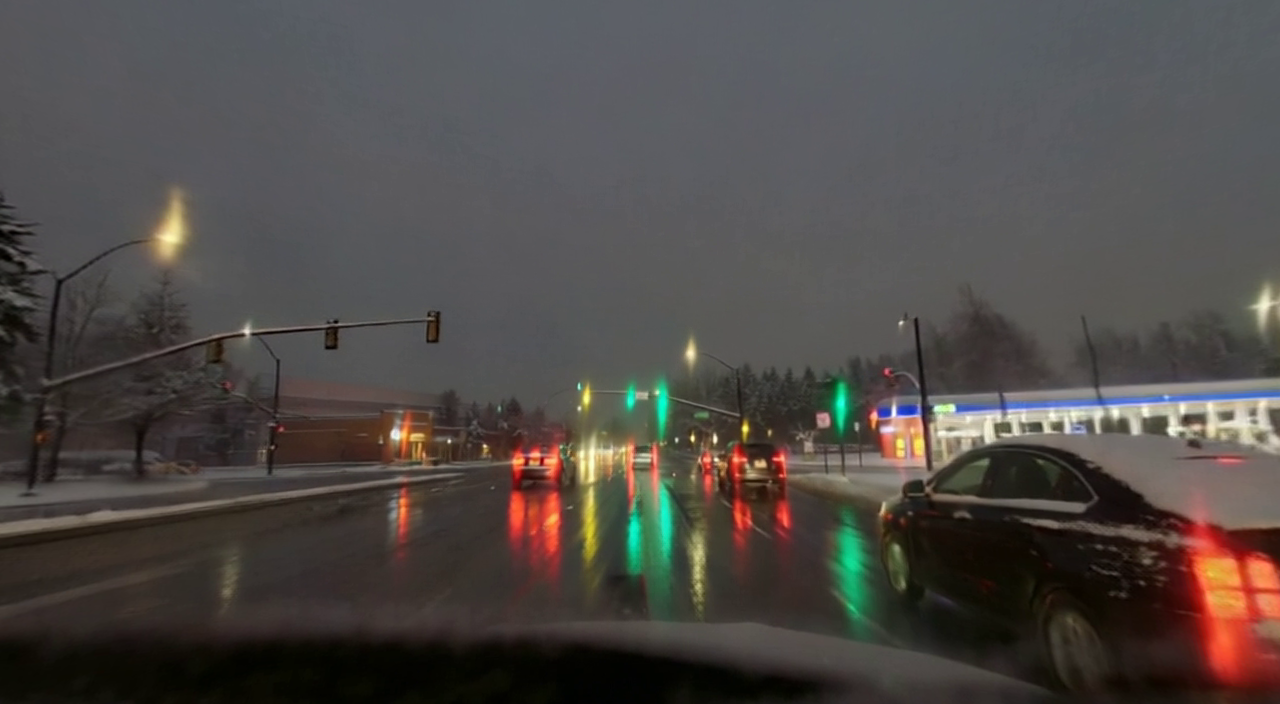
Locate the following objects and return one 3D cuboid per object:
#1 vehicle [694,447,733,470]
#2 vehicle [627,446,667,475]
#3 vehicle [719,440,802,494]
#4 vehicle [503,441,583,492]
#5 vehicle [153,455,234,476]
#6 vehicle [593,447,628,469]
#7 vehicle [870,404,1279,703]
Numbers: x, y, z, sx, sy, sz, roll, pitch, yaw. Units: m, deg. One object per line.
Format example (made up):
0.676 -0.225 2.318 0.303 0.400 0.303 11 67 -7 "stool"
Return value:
4.939 7.201 42.856 2.174 1.462 4.400 0 -8 1 "vehicle"
0.373 6.028 35.420 2.104 1.477 4.591 0 -8 1 "vehicle"
4.047 3.921 21.927 2.022 1.683 4.171 0 -8 0 "vehicle"
-3.306 3.991 22.363 2.023 1.607 4.086 -1 -8 2 "vehicle"
-33.813 8.609 47.812 4.652 1.453 1.945 0 -8 1 "vehicle"
-2.090 7.658 45.692 2.192 1.463 4.211 0 -8 2 "vehicle"
3.574 1.266 4.557 2.038 1.499 4.868 0 -8 1 "vehicle"
